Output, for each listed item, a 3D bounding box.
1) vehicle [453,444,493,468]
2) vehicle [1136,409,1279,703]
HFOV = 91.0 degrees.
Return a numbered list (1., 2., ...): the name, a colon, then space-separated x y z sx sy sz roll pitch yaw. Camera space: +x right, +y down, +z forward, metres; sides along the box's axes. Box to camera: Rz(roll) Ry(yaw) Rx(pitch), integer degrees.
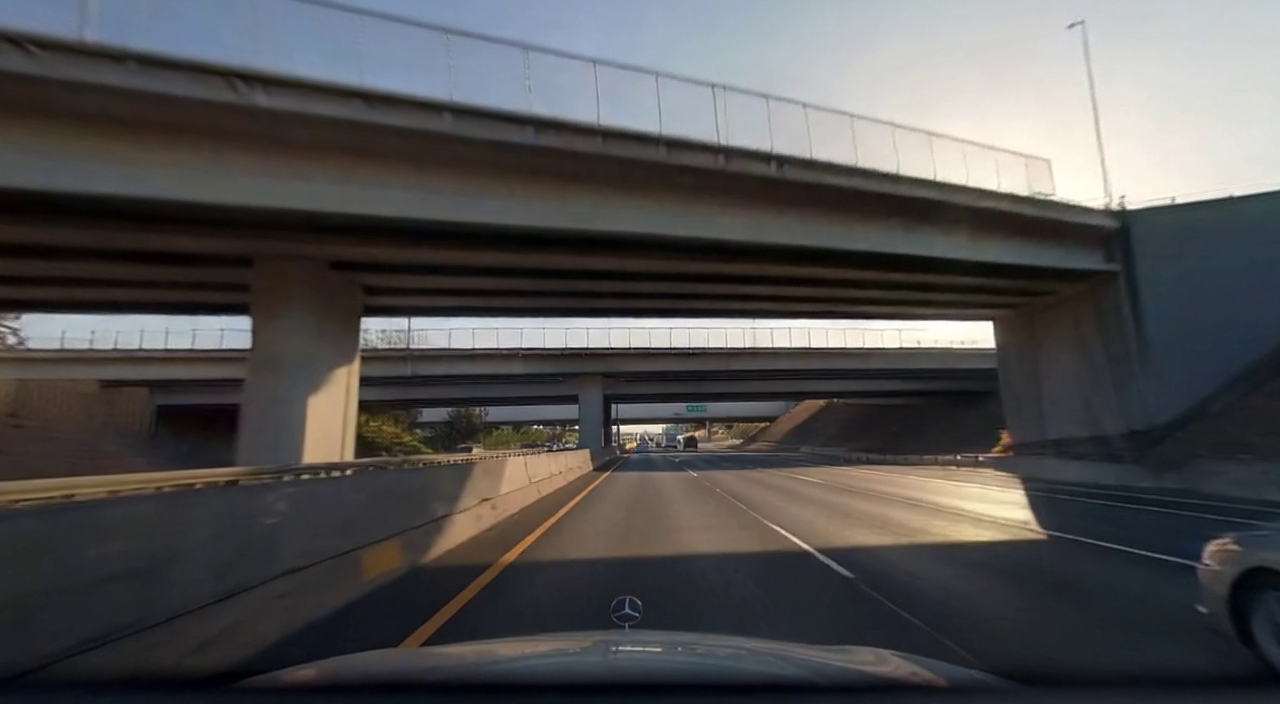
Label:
1. vehicle: -12.700 7.883 48.044 1.793 1.686 4.412 0 -8 1
2. vehicle: 3.513 0.766 1.389 1.683 1.400 3.868 0 -8 1
